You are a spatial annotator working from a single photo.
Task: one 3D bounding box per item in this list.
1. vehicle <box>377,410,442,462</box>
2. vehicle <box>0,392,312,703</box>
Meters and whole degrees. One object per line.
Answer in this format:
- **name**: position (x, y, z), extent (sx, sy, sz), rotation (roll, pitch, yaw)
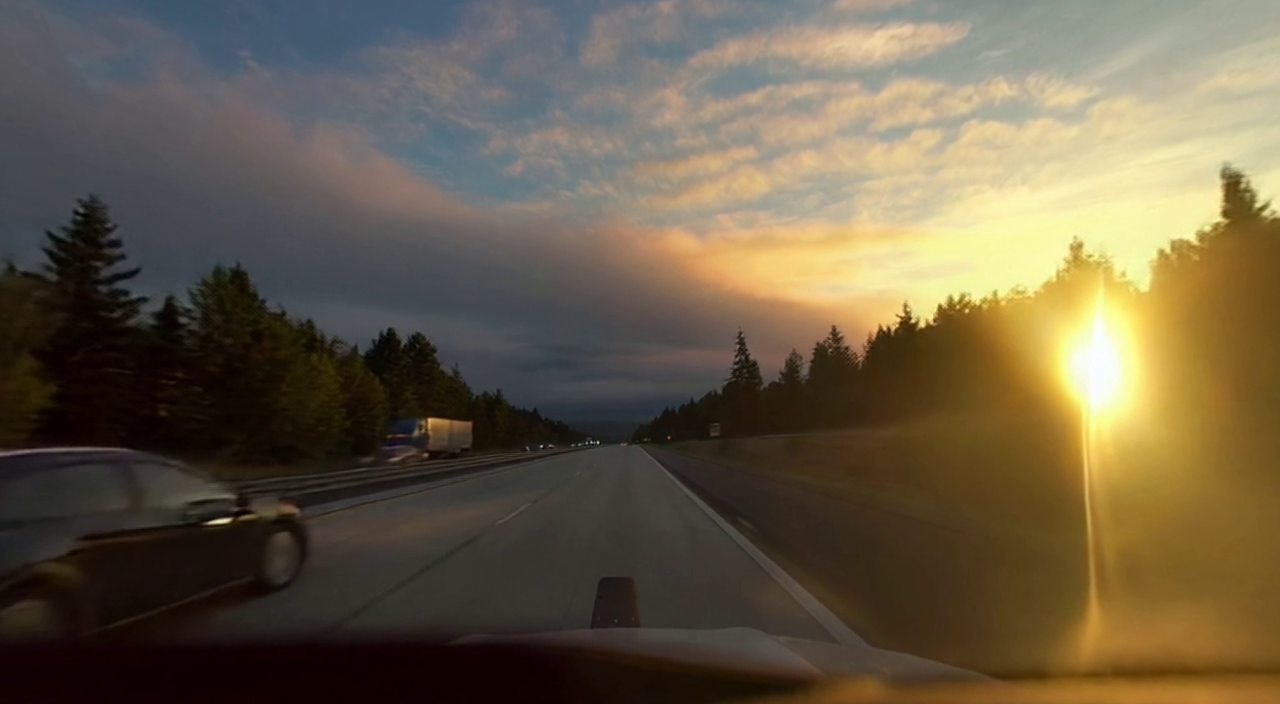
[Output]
- **vehicle**: position (-18.124, 6.689, 49.929), extent (2.950, 3.801, 5.860), rotation (-1, -8, -1)
- **vehicle**: position (-4.250, 1.078, 3.586), extent (2.202, 1.587, 4.754), rotation (-1, -8, 0)
